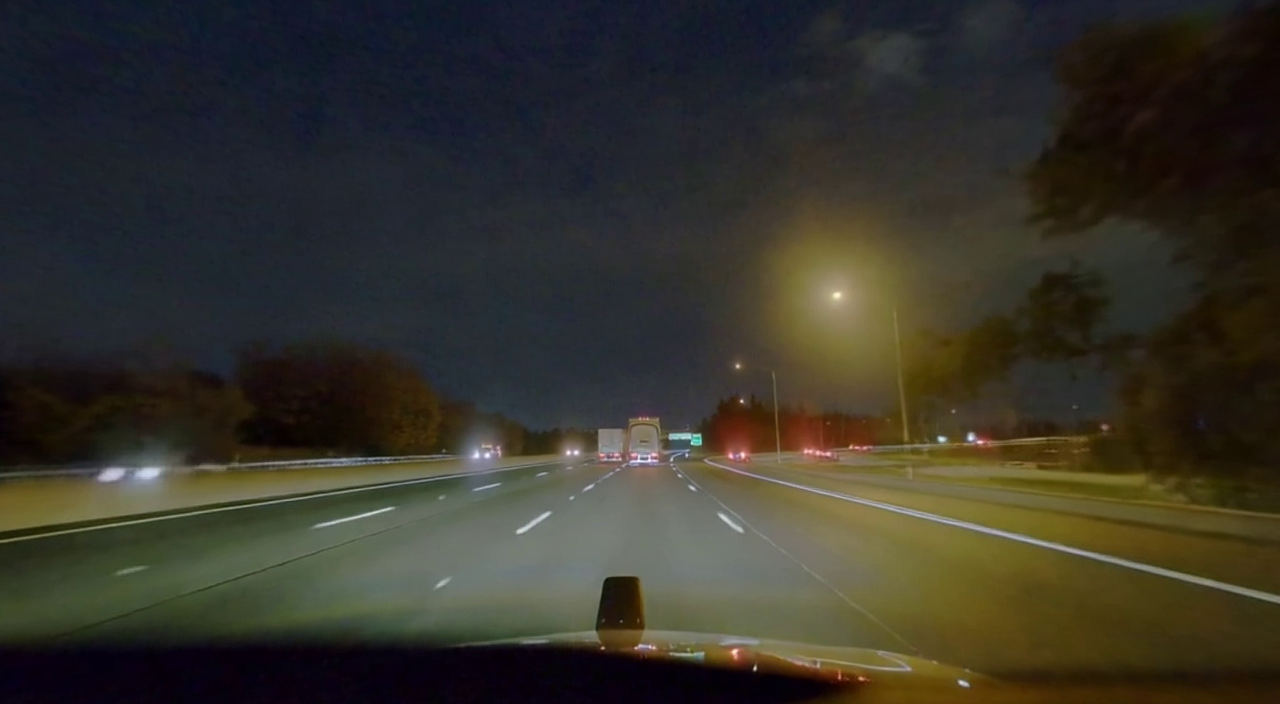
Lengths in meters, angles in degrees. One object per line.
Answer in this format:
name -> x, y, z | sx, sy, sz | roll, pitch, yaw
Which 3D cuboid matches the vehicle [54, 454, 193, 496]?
vehicle -> -20.119, 4.778, 24.865 | 1.827, 1.461, 4.227 | 0, -9, 1
